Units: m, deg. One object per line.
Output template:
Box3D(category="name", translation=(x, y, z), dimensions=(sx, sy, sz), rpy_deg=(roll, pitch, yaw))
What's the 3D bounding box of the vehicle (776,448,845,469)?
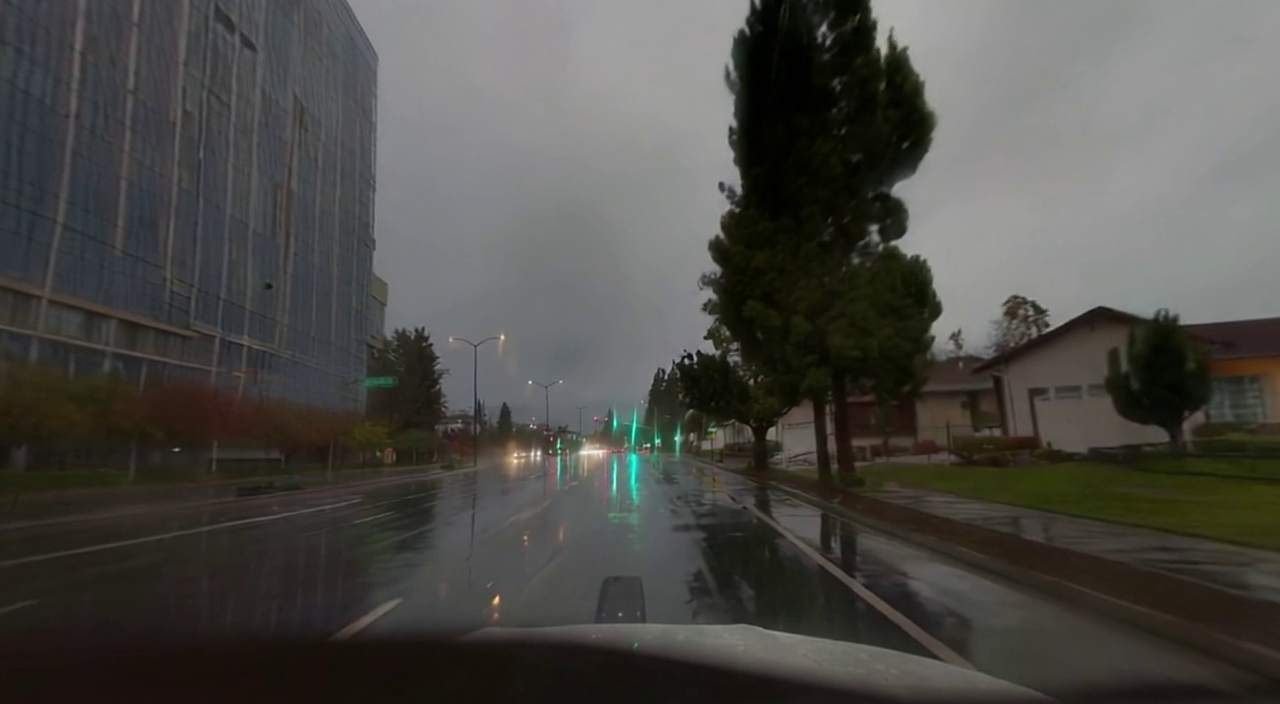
Box3D(category="vehicle", translation=(12.454, 7.777, 46.355), dimensions=(4.489, 1.491, 2.022), rpy_deg=(0, -9, 0))
